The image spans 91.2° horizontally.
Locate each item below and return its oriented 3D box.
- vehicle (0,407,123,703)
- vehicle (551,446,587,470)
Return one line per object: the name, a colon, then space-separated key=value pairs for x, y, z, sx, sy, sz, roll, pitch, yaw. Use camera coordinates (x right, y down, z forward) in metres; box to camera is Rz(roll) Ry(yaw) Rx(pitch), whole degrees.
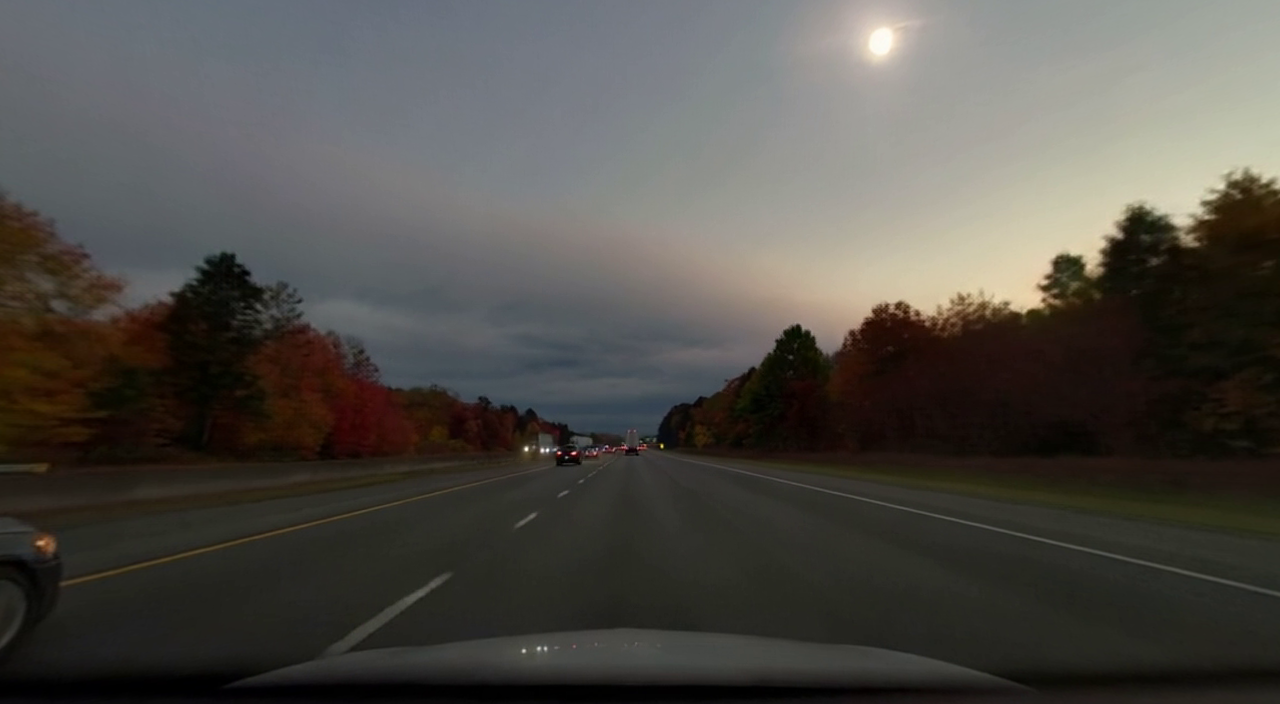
vehicle: x=-4.341 y=0.851 z=1.891 sx=2.071 sy=1.525 sz=4.058 roll=0 pitch=-9 yaw=0
vehicle: x=-4.655 y=6.990 z=41.480 sx=1.963 sy=1.475 sz=3.665 roll=0 pitch=-9 yaw=-1
